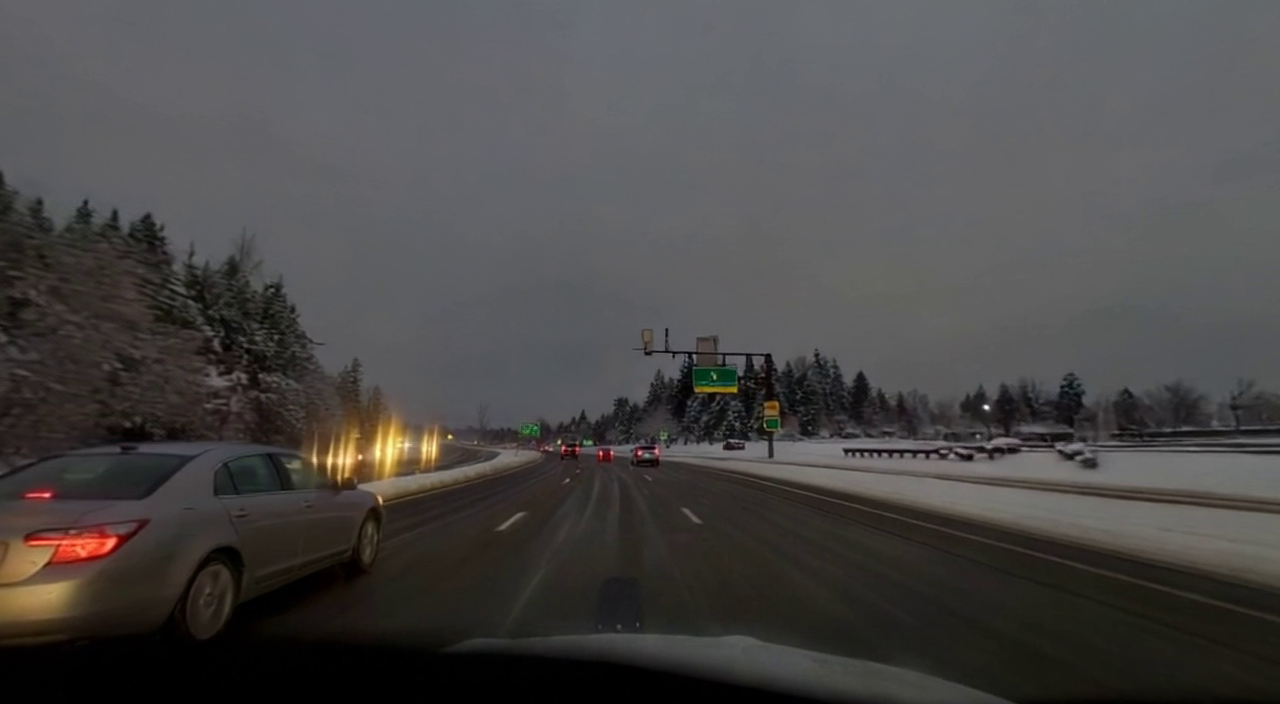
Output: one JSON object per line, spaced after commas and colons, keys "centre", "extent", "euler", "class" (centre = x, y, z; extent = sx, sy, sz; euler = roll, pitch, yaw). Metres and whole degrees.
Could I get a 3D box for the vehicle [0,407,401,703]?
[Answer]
{"centre": [-3.905, 1.337, 5.383], "extent": [2.018, 1.476, 4.364], "euler": [0, -8, 0], "class": "vehicle"}
